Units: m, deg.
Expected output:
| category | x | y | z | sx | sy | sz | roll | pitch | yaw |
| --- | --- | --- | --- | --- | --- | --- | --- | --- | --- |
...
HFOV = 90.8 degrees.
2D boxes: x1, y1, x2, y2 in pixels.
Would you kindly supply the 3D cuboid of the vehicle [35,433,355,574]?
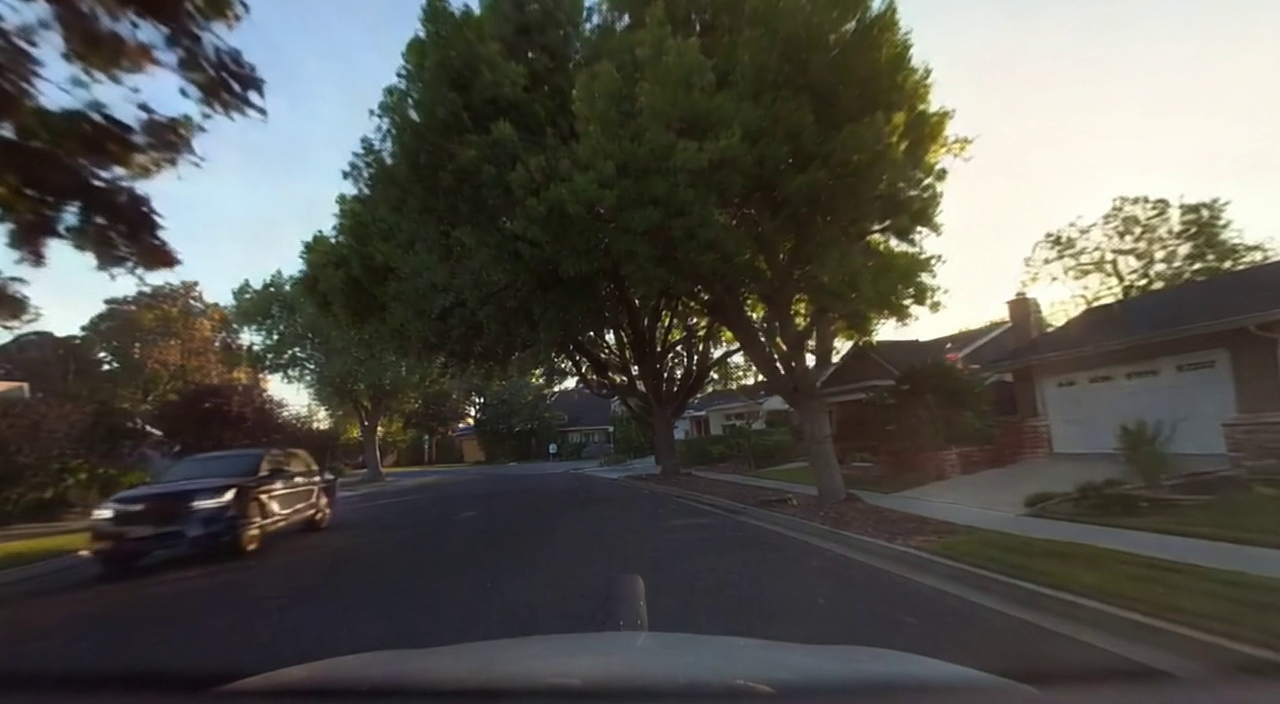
| category | x | y | z | sx | sy | sz | roll | pitch | yaw |
| --- | --- | --- | --- | --- | --- | --- | --- | --- | --- |
| vehicle | -6.727 | 2.281 | 10.477 | 2.217 | 1.751 | 4.763 | 1 | -9 | -6 |
